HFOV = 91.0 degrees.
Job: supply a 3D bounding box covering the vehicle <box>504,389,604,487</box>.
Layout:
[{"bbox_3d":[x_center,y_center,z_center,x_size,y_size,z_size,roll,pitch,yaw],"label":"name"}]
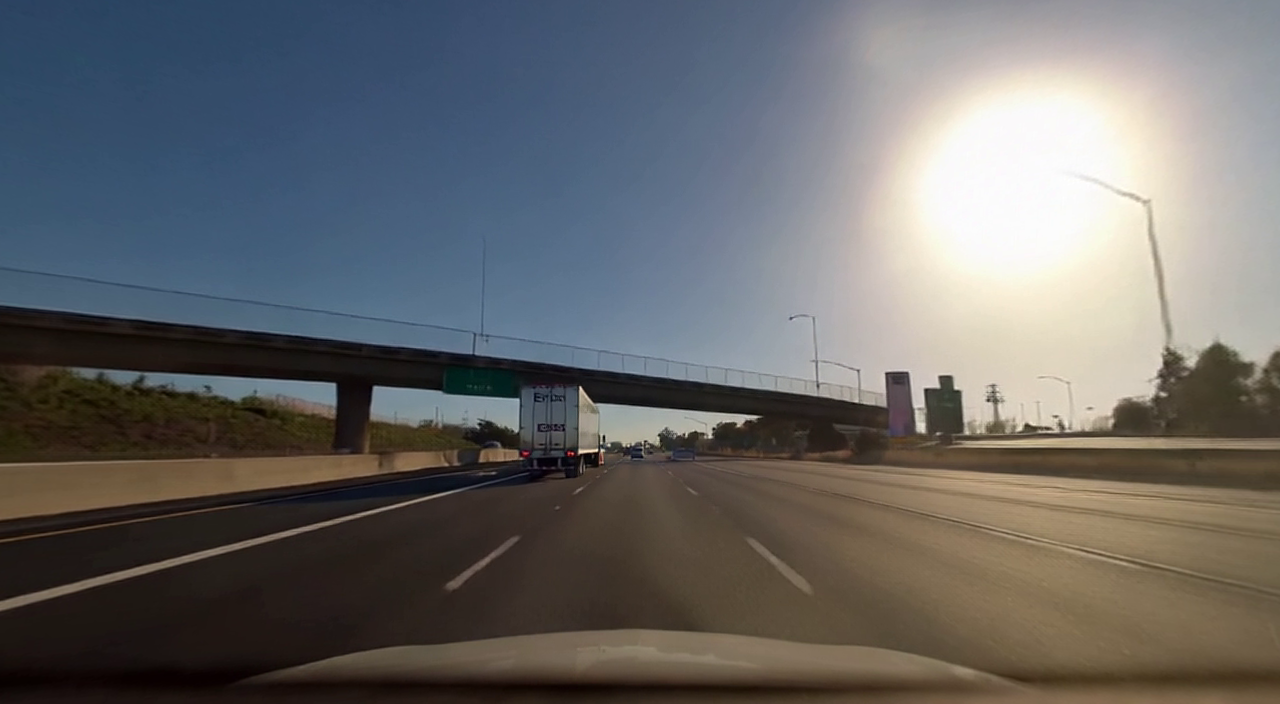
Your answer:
[{"bbox_3d":[-3.257,3.677,26.457,2.922,3.458,8.360,0,-9,1],"label":"vehicle"}]
